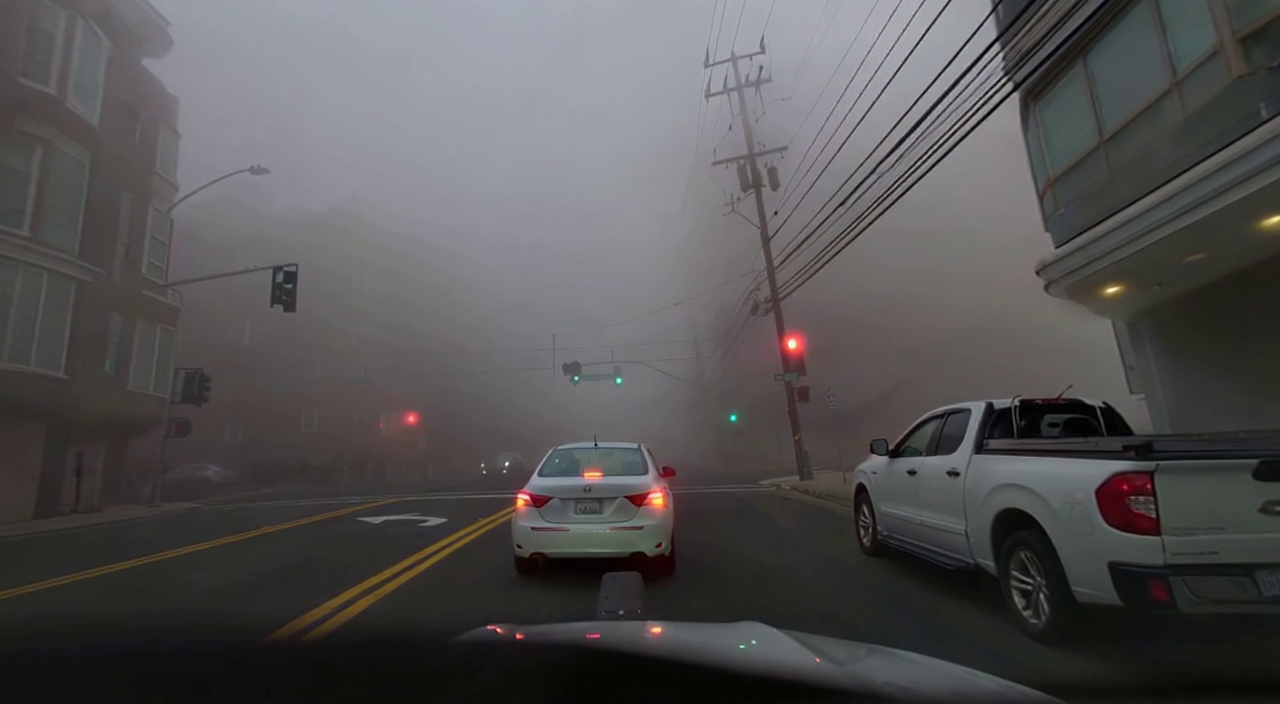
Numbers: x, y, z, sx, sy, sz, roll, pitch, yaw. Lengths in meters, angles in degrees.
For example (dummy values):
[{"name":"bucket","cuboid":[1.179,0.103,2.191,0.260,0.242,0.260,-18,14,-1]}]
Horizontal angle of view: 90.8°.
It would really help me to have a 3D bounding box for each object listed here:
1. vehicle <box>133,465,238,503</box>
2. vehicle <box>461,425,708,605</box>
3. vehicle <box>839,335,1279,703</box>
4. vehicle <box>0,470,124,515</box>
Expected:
[{"name":"vehicle","cuboid":[-25.350,7.378,35.351,4.337,1.739,1.981,-5,-11,1]},{"name":"vehicle","cuboid":[-0.479,1.649,7.314,2.019,1.453,4.129,0,-8,-1]},{"name":"vehicle","cuboid":[3.826,1.235,5.914,2.248,1.945,5.011,0,-8,0]},{"name":"vehicle","cuboid":[-24.765,6.000,27.002,3.891,1.538,1.698,-5,-11,0]}]
